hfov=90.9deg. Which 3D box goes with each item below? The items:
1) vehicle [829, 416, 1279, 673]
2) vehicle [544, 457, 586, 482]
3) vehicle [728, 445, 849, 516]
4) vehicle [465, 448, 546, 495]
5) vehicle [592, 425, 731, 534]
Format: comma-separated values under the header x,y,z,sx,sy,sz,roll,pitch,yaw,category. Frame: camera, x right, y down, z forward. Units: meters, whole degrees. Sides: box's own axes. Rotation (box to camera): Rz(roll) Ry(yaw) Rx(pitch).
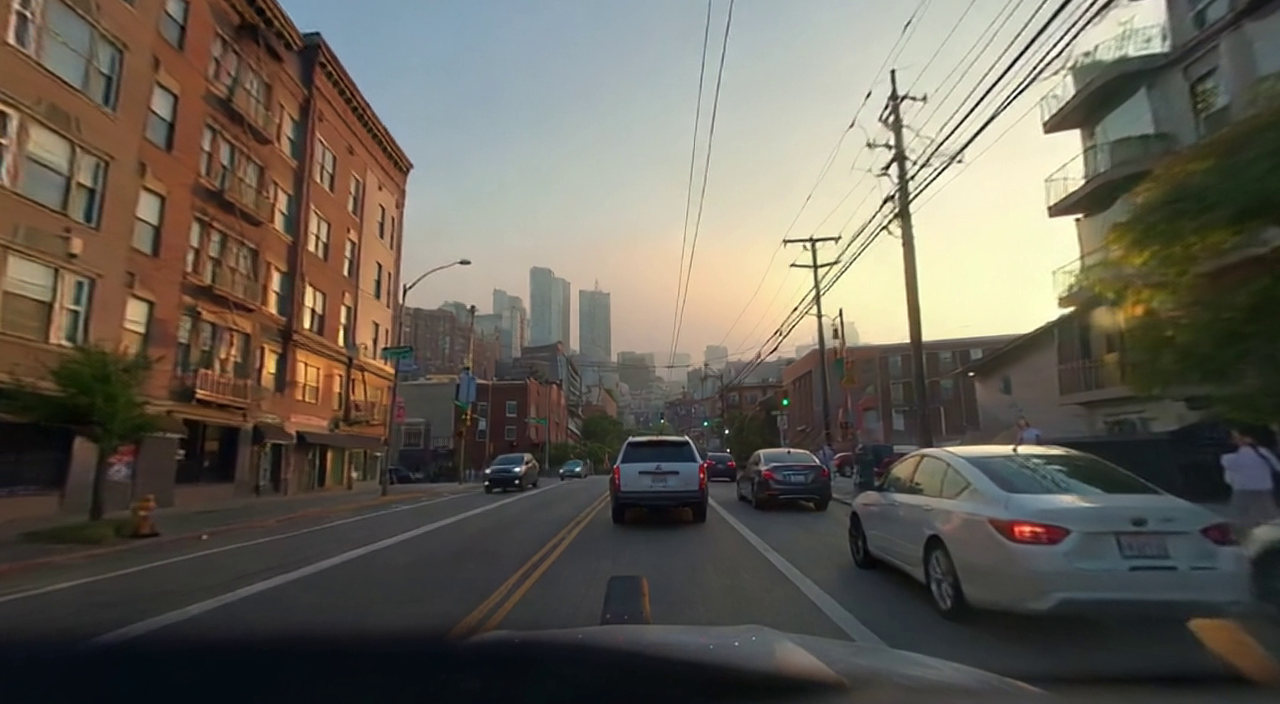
x,y,z,sx,sy,sz,roll,pitch,yaw,category
3.354,1.499,6.002,1.906,1.578,4.020,0,-8,1,vehicle
-4.998,7.898,42.605,2.014,1.538,4.275,-1,-9,3,vehicle
3.388,2.993,15.294,1.970,1.452,4.227,0,-8,1,vehicle
-5.330,4.775,25.698,2.215,1.703,4.614,-1,-8,1,vehicle
0.344,2.355,12.221,2.232,1.736,4.036,0,-8,0,vehicle
